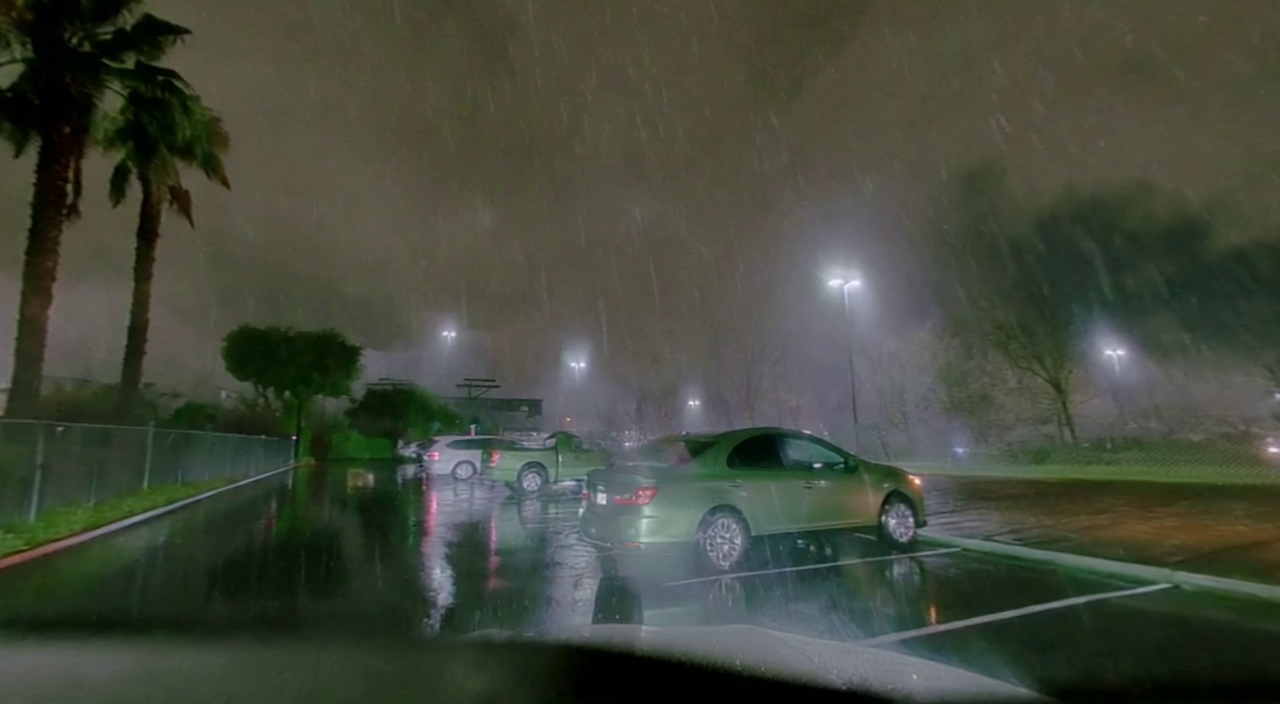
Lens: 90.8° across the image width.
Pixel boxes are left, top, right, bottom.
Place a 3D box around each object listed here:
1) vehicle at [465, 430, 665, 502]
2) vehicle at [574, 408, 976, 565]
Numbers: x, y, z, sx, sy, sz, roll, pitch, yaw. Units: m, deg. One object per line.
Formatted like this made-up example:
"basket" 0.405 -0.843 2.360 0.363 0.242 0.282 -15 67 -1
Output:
"vehicle" -2.133 3.249 18.450 5.381 1.826 2.047 4 -10 -27
"vehicle" 1.767 1.787 8.103 4.803 1.520 1.894 7 -16 -26
